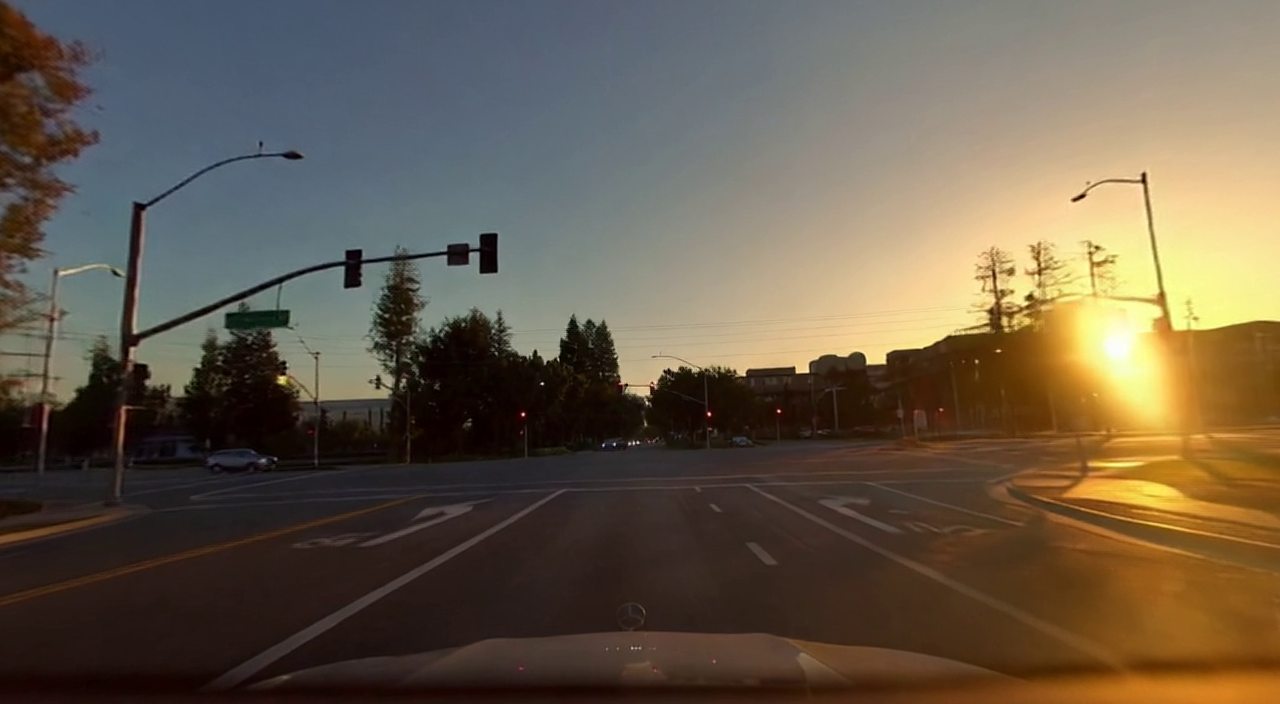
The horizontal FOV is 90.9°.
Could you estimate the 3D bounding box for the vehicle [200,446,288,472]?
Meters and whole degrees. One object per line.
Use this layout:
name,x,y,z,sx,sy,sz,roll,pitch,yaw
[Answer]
vehicle,-25.069,6.769,39.999,4.332,1.573,1.900,0,-8,3
